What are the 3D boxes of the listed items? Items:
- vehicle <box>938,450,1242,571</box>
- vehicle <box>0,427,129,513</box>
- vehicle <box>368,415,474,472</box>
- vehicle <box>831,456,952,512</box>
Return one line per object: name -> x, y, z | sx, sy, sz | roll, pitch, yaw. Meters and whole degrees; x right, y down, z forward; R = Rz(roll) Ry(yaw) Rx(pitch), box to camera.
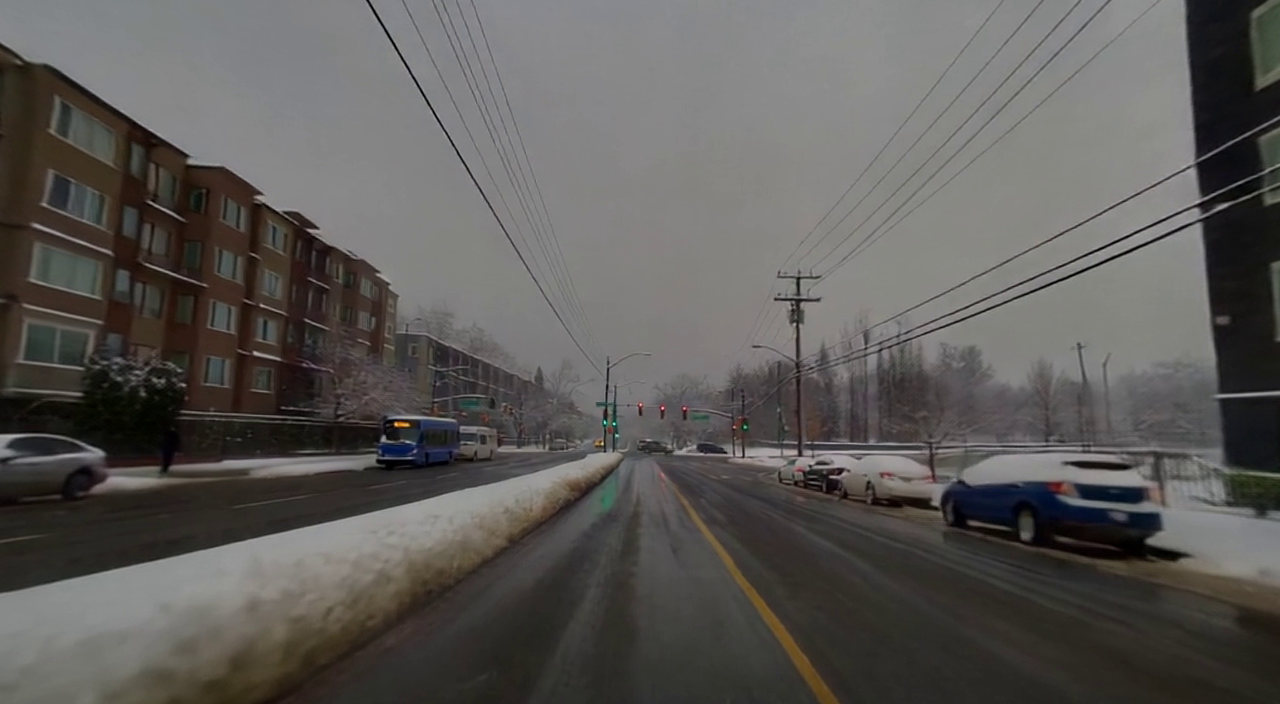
vehicle -> 7.759, 2.703, 11.739 | 2.143, 1.731, 4.781 | 0, -9, 1
vehicle -> -14.470, 2.618, 14.167 | 2.107, 1.771, 4.871 | 0, -9, -3
vehicle -> -14.050, 6.054, 41.745 | 3.060, 3.307, 9.997 | 0, -9, 2
vehicle -> 7.862, 4.144, 20.336 | 1.997, 1.517, 4.755 | 0, -9, 1
